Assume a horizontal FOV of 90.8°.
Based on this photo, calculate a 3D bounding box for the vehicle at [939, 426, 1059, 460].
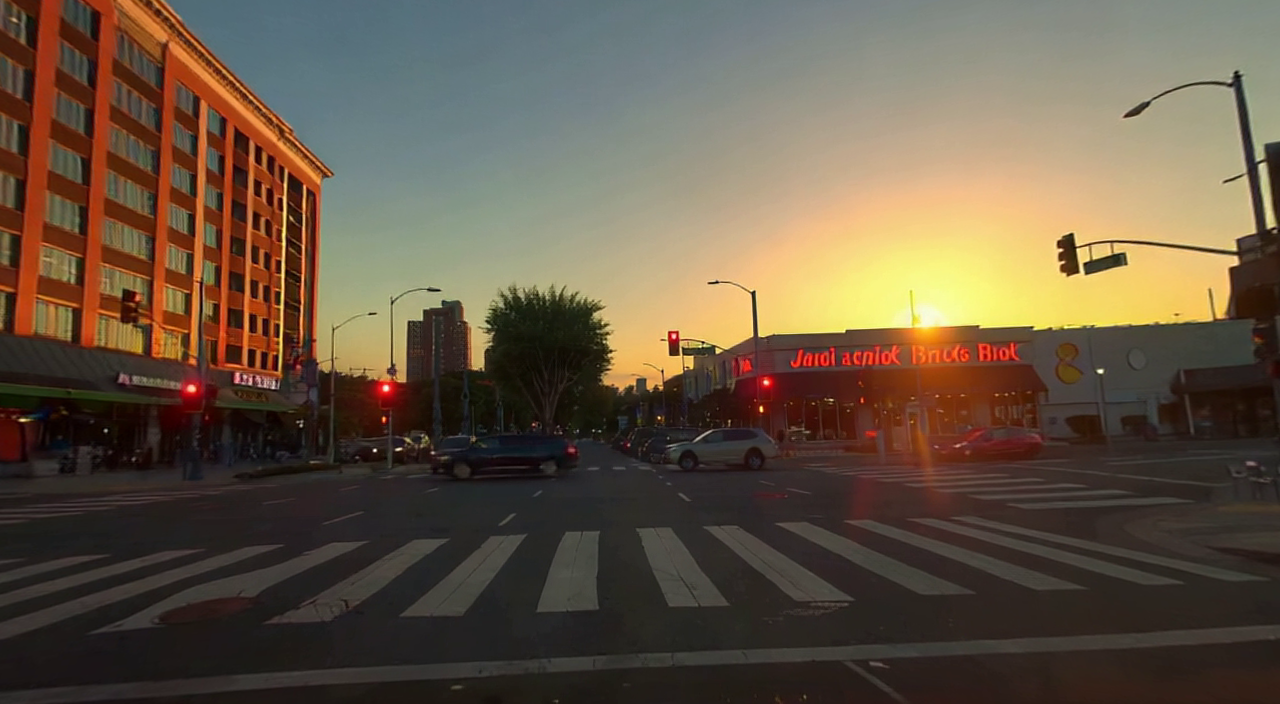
[{"bbox_3d":[16.104,4.088,28.433,4.475,1.458,1.681,1,-9,-7],"label":"vehicle"}]

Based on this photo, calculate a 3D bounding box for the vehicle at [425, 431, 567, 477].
[{"bbox_3d":[-4.929,3.548,22.128,4.643,1.476,1.820,1,-9,-8],"label":"vehicle"}]

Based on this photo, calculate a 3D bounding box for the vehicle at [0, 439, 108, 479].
[{"bbox_3d":[-31.543,5.607,33.543,2.205,1.903,5.877,1,-9,-10],"label":"vehicle"}]

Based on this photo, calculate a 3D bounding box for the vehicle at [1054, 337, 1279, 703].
[{"bbox_3d":[3.013,0.610,0.877,1.866,1.654,4.354,0,-8,0],"label":"vehicle"}]

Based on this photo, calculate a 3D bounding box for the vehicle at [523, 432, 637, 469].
[{"bbox_3d":[-2.448,3.994,25.722,4.461,1.443,1.715,1,-9,-8],"label":"vehicle"}]

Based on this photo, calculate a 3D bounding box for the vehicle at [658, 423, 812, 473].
[{"bbox_3d":[3.016,3.107,20.593,4.612,1.521,1.811,1,-9,-9],"label":"vehicle"}]
